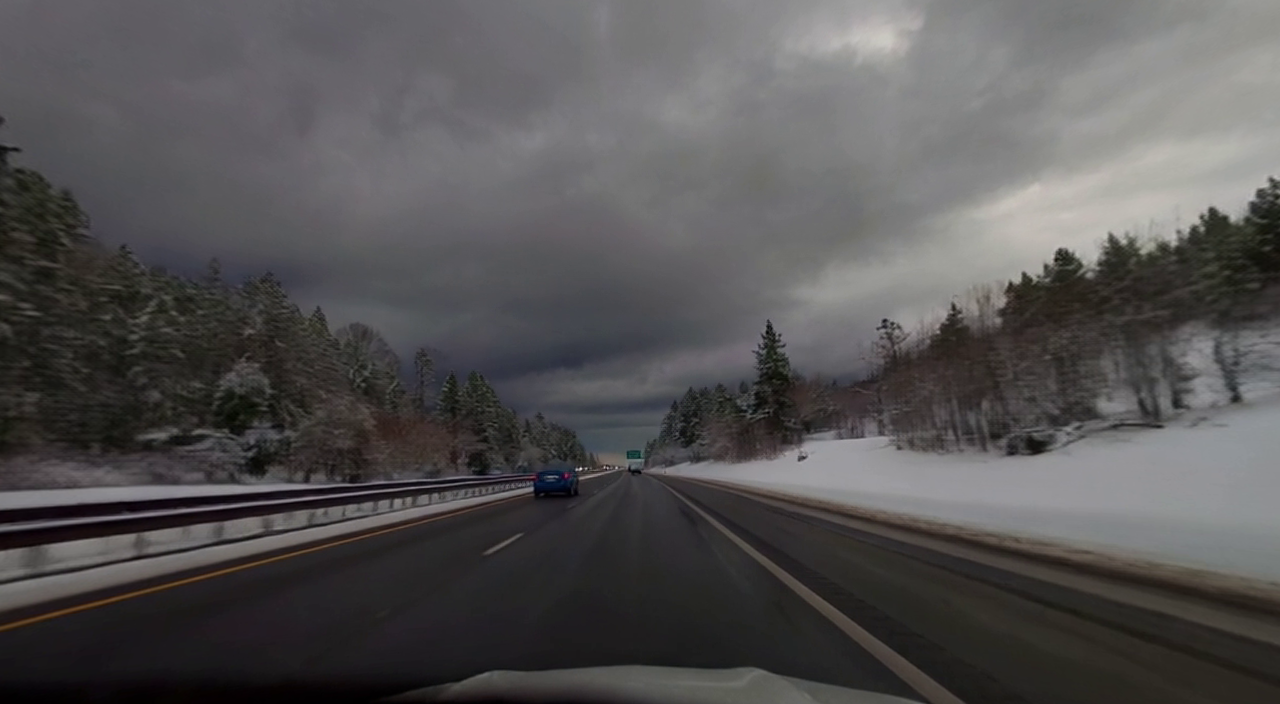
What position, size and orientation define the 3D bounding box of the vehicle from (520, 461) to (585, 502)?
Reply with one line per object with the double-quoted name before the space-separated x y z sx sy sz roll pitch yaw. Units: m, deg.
"vehicle" -3.594 5.475 26.874 2.006 1.516 4.820 1 -11 1
